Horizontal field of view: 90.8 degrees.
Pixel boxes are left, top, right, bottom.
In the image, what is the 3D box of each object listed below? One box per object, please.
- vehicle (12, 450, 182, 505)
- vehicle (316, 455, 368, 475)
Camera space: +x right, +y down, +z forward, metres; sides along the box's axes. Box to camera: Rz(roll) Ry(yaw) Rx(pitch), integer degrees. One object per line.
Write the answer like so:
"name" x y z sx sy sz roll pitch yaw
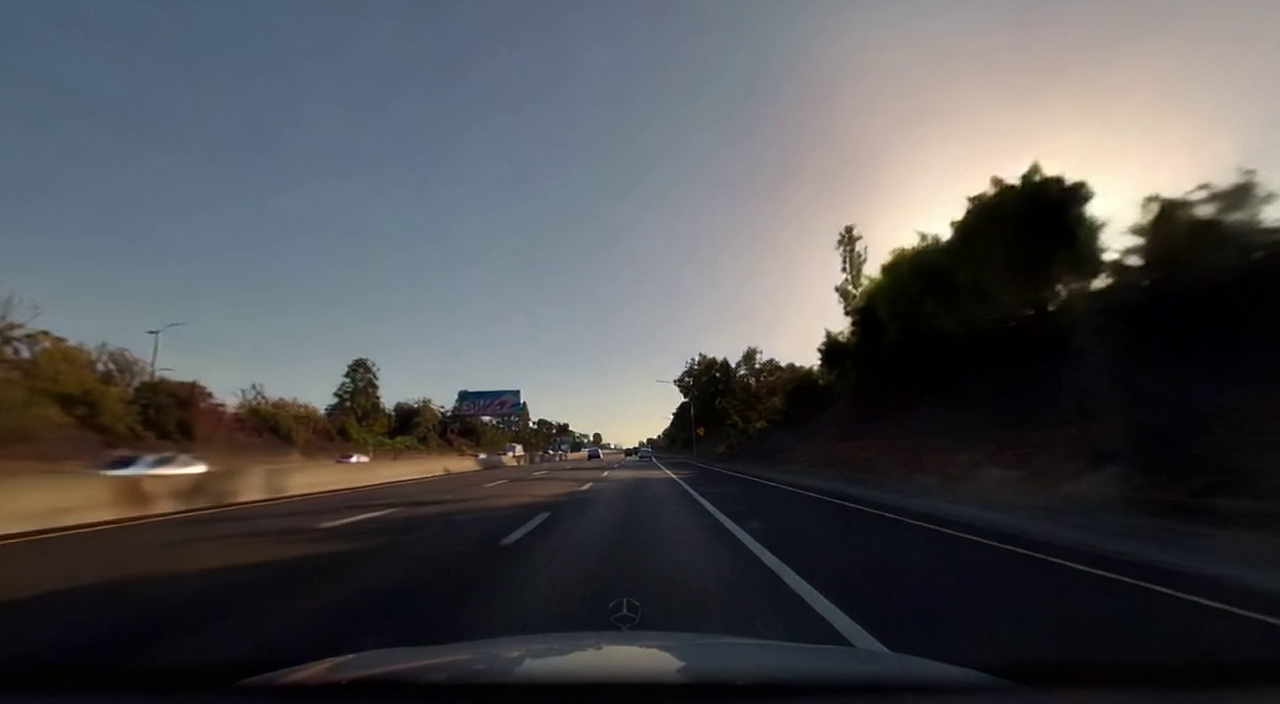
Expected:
"vehicle" -15.344 3.522 18.112 1.720 1.396 3.502 0 -9 0
"vehicle" -22.802 8.656 48.469 1.789 1.452 4.408 0 -9 0
